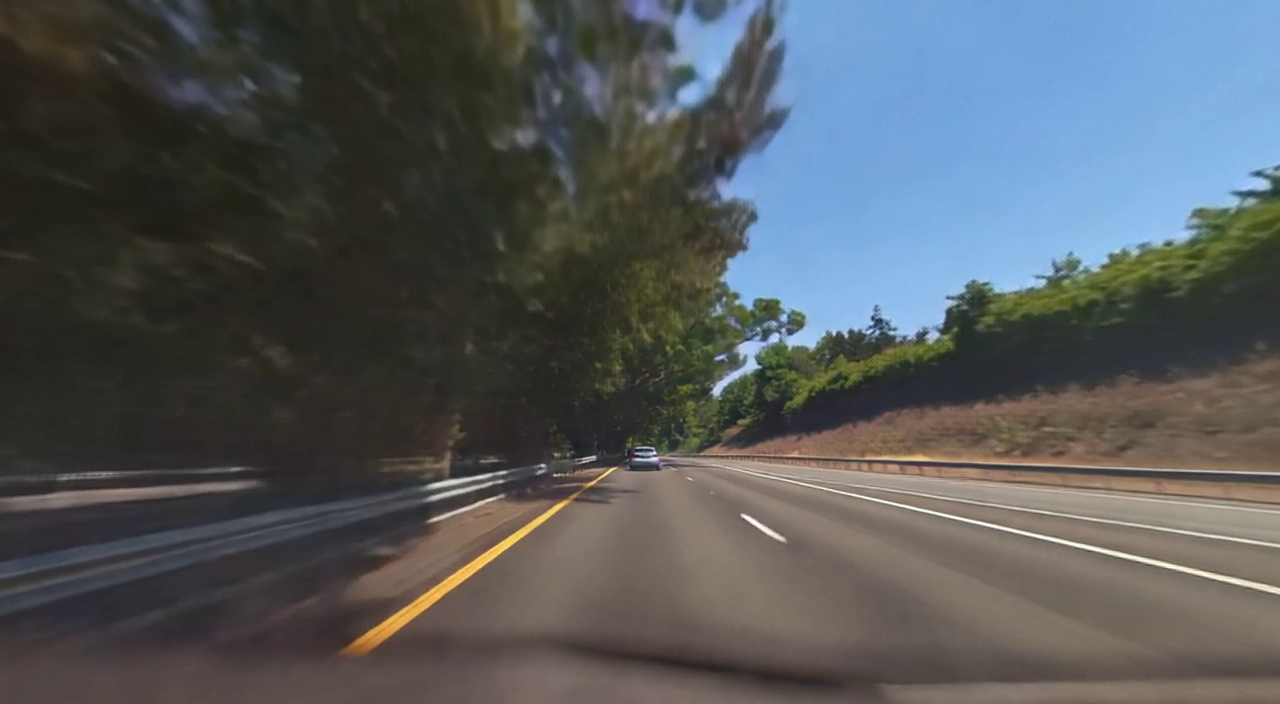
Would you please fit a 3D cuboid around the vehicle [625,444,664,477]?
[{"bbox_3d":[0.216,5.774,33.661,1.987,1.658,3.620,0,-9,-1],"label":"vehicle"}]
